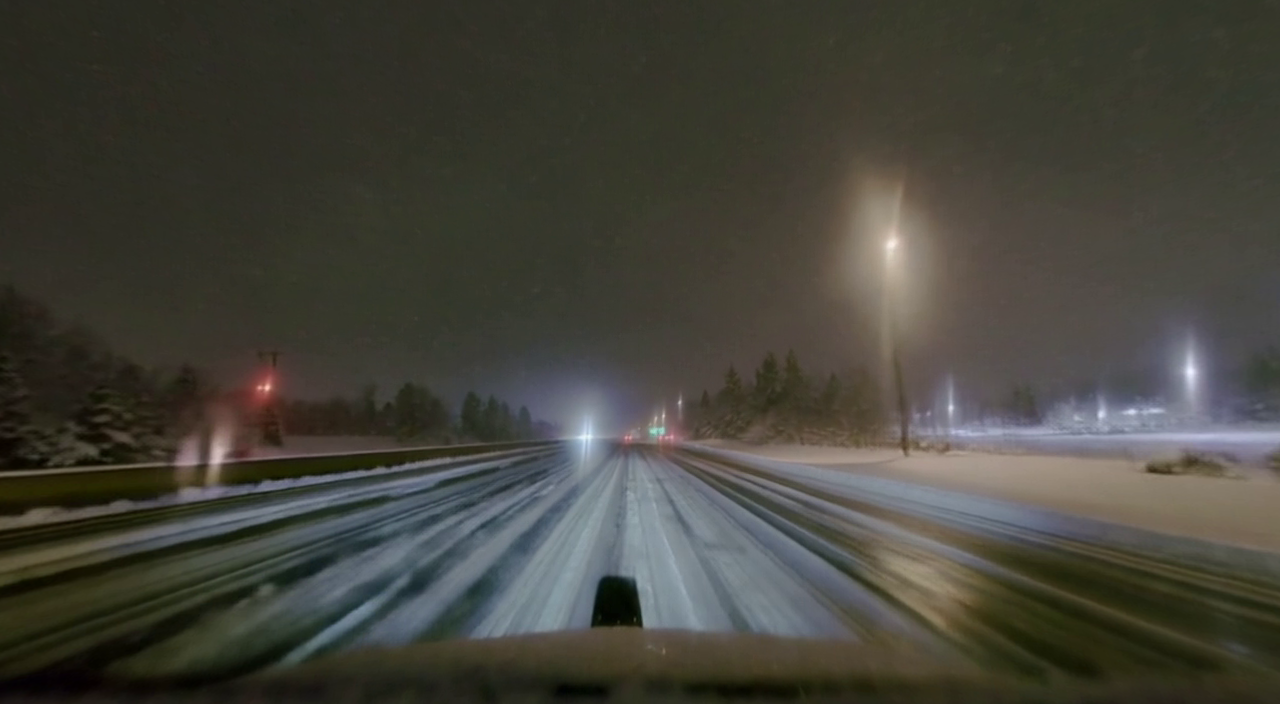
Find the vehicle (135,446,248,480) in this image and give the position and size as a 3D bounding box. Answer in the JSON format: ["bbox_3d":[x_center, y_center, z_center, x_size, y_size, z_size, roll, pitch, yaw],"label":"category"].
[{"bbox_3d":[-23.221,5.738,32.864,2.297,1.572,4.953,-1,-8,-1],"label":"vehicle"}]
